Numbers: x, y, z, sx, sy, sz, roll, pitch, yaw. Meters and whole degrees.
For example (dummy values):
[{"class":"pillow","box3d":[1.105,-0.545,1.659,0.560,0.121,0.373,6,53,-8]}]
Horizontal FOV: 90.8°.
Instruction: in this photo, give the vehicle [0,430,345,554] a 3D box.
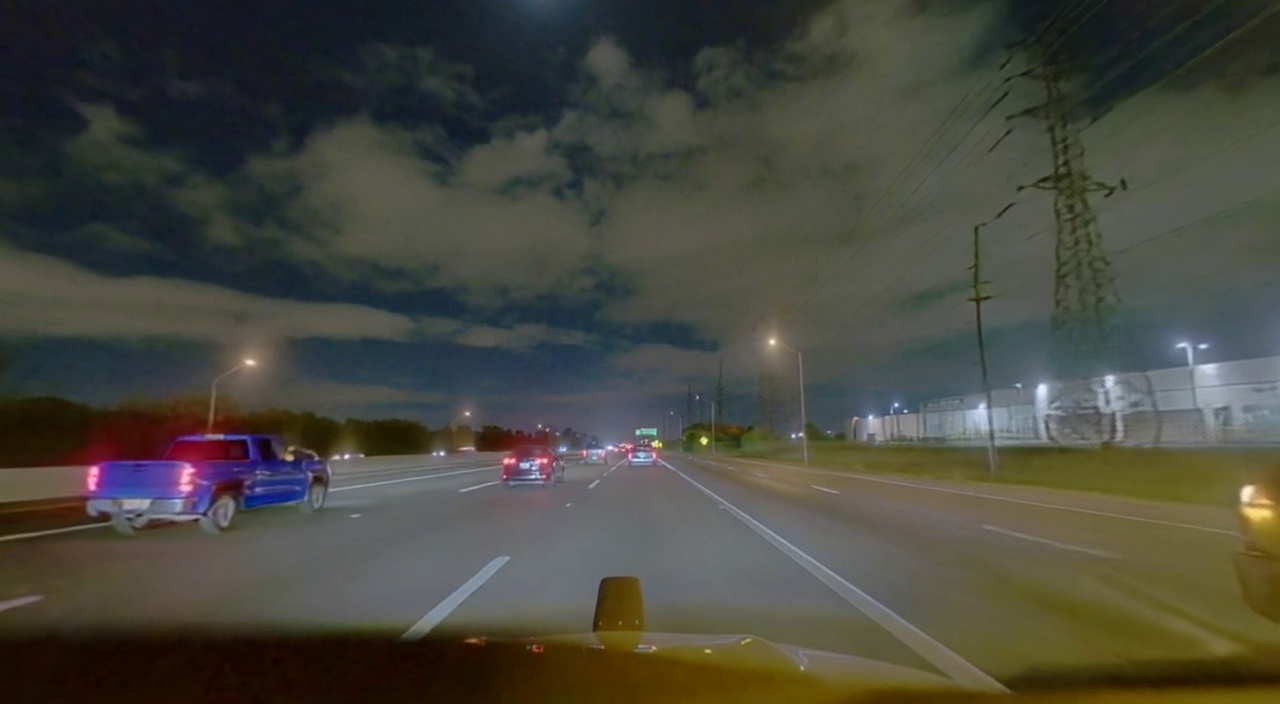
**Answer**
[{"class":"vehicle","box3d":[-6.864,2.068,10.135,1.959,1.496,4.740,0,-8,0]}]

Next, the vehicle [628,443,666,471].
[{"class":"vehicle","box3d":[0.386,5.862,35.367,2.030,1.471,4.115,0,-8,1]}]

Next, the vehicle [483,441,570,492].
[{"class":"vehicle","box3d":[-3.488,3.603,20.218,1.938,1.444,4.206,0,-8,1]}]

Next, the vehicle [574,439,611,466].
[{"class":"vehicle","box3d":[-3.249,6.988,44.054,2.244,1.752,4.439,0,-8,1]}]
